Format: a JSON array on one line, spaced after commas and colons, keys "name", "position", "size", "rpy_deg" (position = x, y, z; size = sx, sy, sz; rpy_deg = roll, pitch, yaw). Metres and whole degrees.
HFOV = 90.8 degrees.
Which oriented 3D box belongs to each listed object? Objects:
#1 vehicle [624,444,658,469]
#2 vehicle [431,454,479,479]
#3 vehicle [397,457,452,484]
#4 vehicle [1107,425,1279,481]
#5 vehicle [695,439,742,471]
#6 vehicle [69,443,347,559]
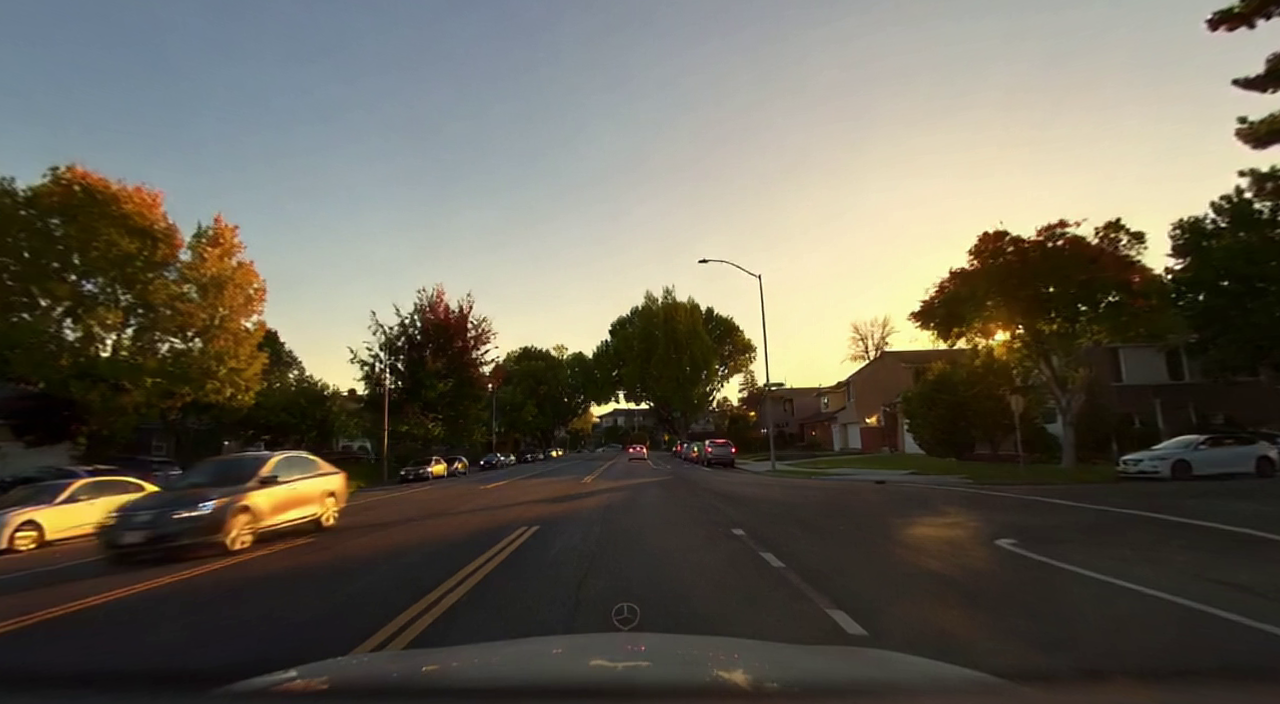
[{"name": "vehicle", "position": [0.017, 6.435, 39.044], "size": [2.022, 1.471, 3.973], "rpy_deg": [0, -9, -1]}, {"name": "vehicle", "position": [-12.879, 7.983, 44.295], "size": [1.880, 1.523, 4.833], "rpy_deg": [0, -9, 1]}, {"name": "vehicle", "position": [-13.005, 7.172, 38.403], "size": [1.834, 1.467, 4.357], "rpy_deg": [0, -9, 0]}, {"name": "vehicle", "position": [18.738, 3.330, 20.962], "size": [4.755, 1.733, 2.029], "rpy_deg": [0, -9, 1]}, {"name": "vehicle", "position": [4.650, 6.177, 38.124], "size": [2.022, 1.799, 5.105], "rpy_deg": [0, -9, -2]}, {"name": "vehicle", "position": [-7.409, 2.537, 11.563], "size": [1.990, 1.684, 4.347], "rpy_deg": [0, -9, 0]}]
